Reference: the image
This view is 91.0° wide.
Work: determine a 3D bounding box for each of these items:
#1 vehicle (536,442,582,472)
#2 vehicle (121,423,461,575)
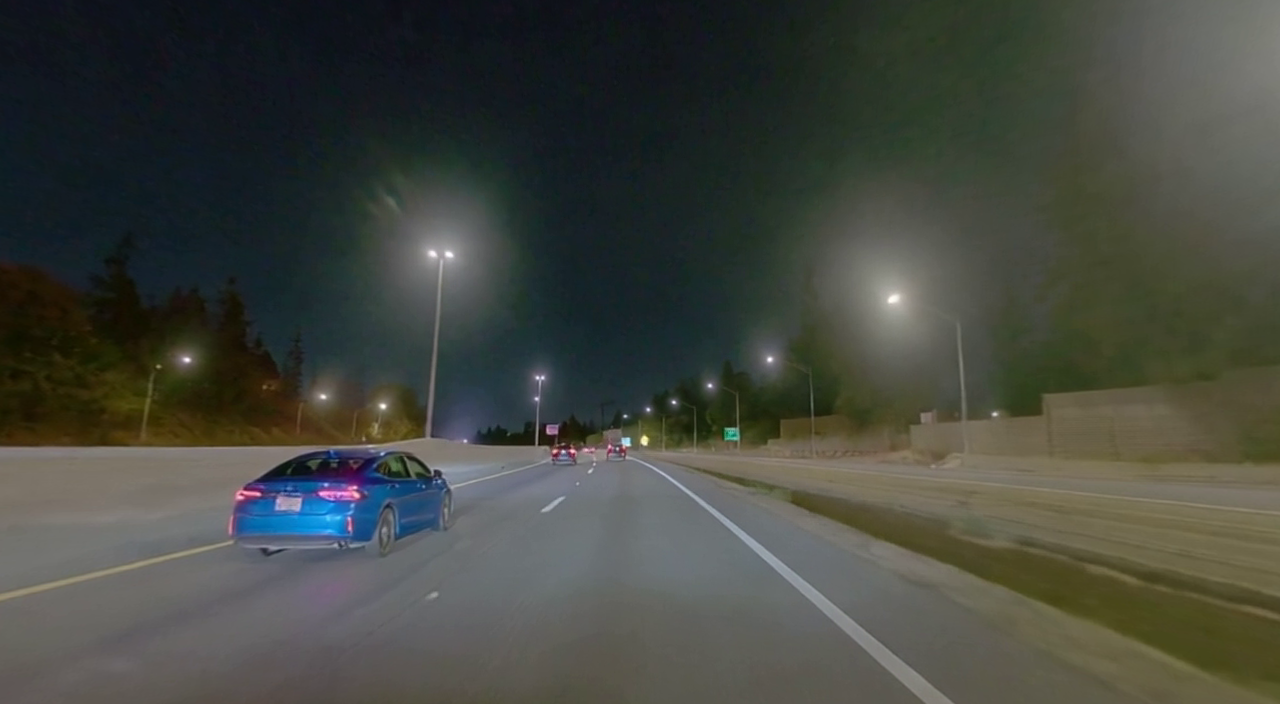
[{"bbox_3d":[-4.154,5.440,32.770,1.965,1.459,4.145,0,-9,-2],"label":"vehicle"},{"bbox_3d":[-4.164,1.829,8.695,2.012,1.510,4.672,0,-9,0],"label":"vehicle"}]
